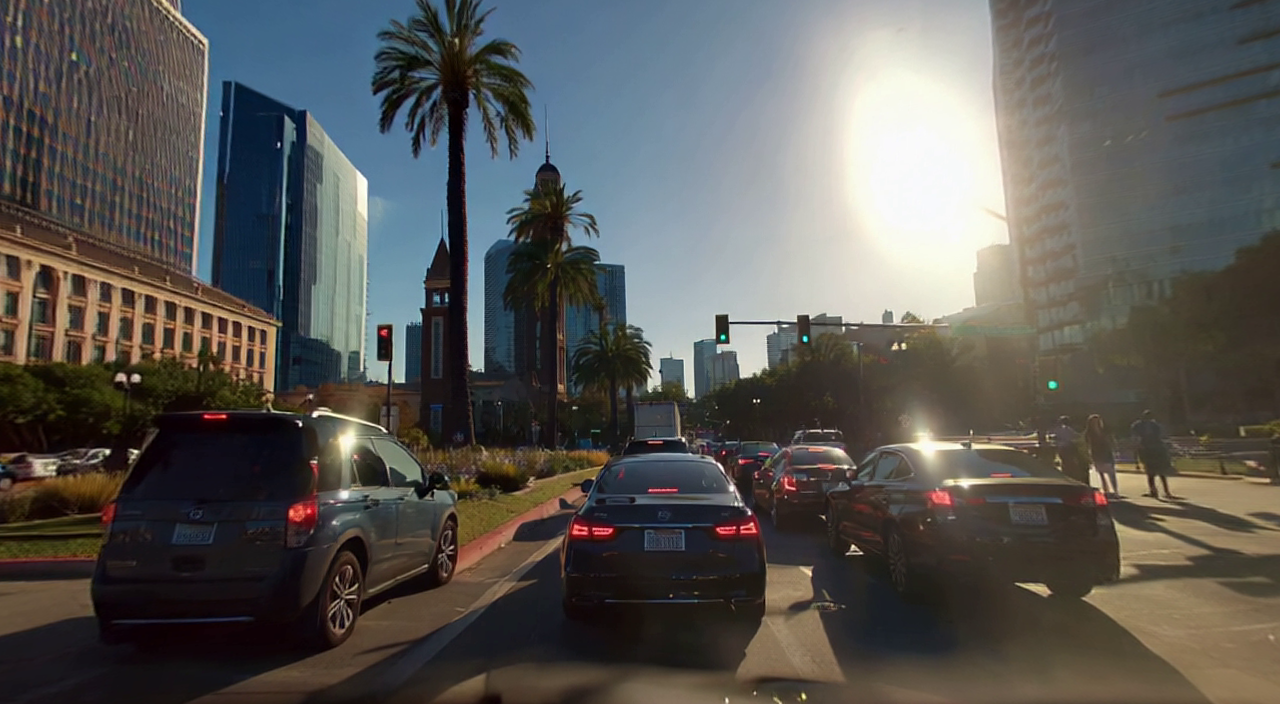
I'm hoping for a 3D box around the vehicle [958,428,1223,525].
[{"bbox_3d":[8.174,2.278,12.055,1.859,1.508,4.259,0,-9,-1],"label":"vehicle"}]

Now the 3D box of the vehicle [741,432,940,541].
[{"bbox_3d":[3.093,2.165,10.838,1.913,1.469,4.425,0,-9,-1],"label":"vehicle"}]

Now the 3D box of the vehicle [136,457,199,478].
[{"bbox_3d":[-36.823,8.991,49.221,1.700,1.527,4.445,1,-9,-4],"label":"vehicle"}]

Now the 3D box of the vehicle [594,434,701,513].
[{"bbox_3d":[0.179,2.618,14.003,2.048,1.503,3.681,0,-9,1],"label":"vehicle"}]

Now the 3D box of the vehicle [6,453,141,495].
[{"bbox_3d":[-26.693,5.721,29.961,2.105,1.793,4.812,0,-9,-3],"label":"vehicle"}]
